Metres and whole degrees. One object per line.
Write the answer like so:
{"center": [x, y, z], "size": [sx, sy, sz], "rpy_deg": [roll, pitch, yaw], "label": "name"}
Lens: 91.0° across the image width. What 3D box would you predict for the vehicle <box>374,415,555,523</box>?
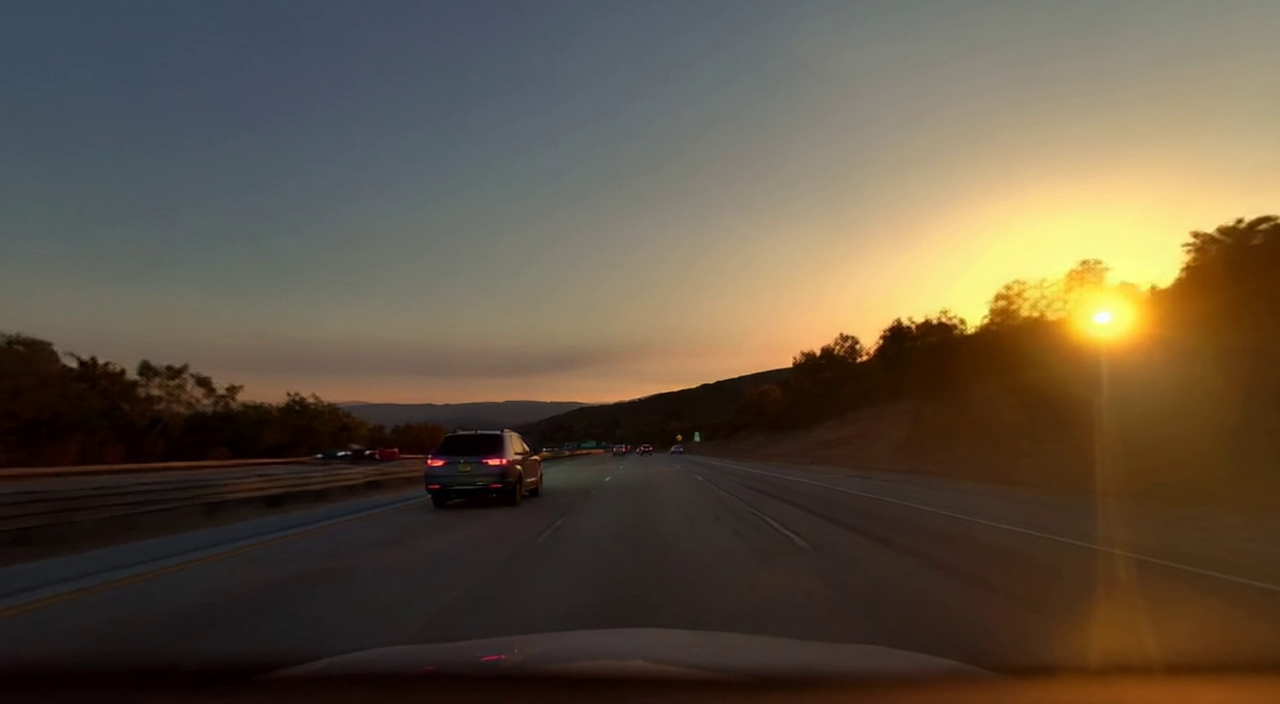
{"center": [-3.540, 2.508, 14.150], "size": [2.379, 1.918, 5.504], "rpy_deg": [0, -8, 1], "label": "vehicle"}
